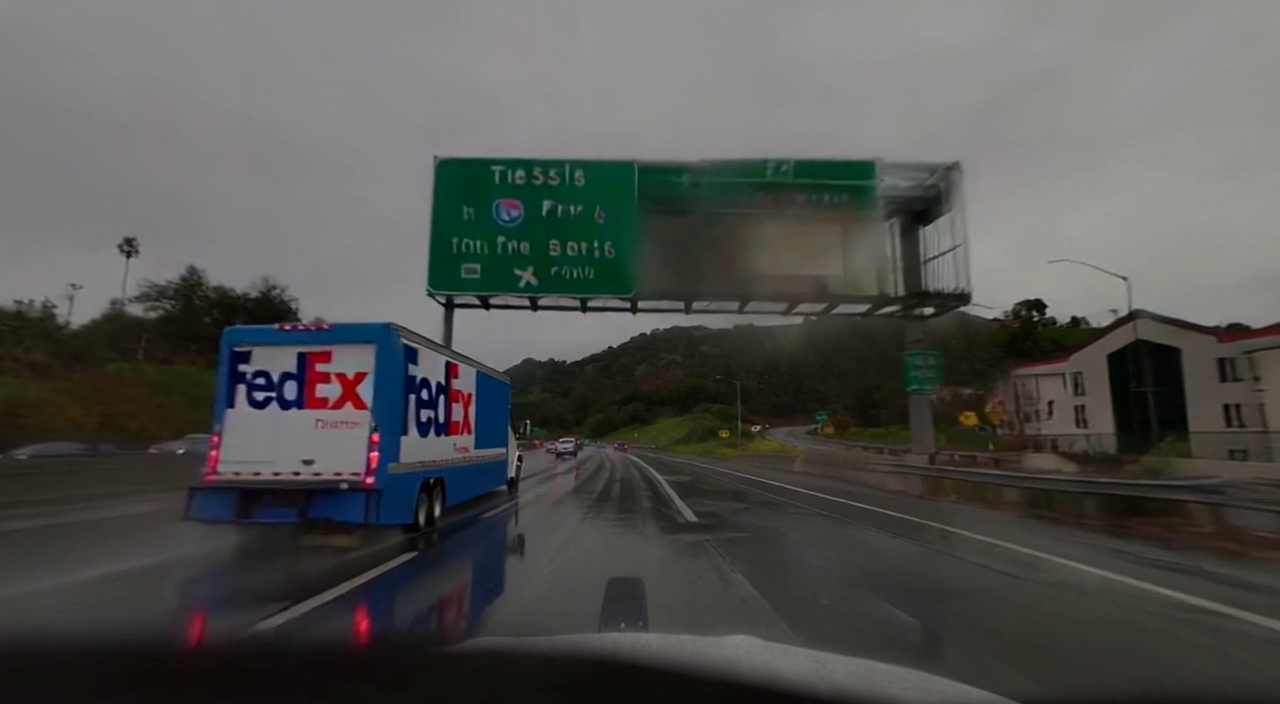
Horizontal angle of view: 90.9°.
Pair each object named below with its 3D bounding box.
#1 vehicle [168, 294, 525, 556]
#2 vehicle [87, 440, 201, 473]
[{"bbox_3d":[-4.242,1.400,11.520,2.798,3.212,7.573,0,-8,0],"label":"vehicle"},{"bbox_3d":[-24.044,5.069,30.840,1.870,1.466,4.679,0,-8,-1],"label":"vehicle"}]
